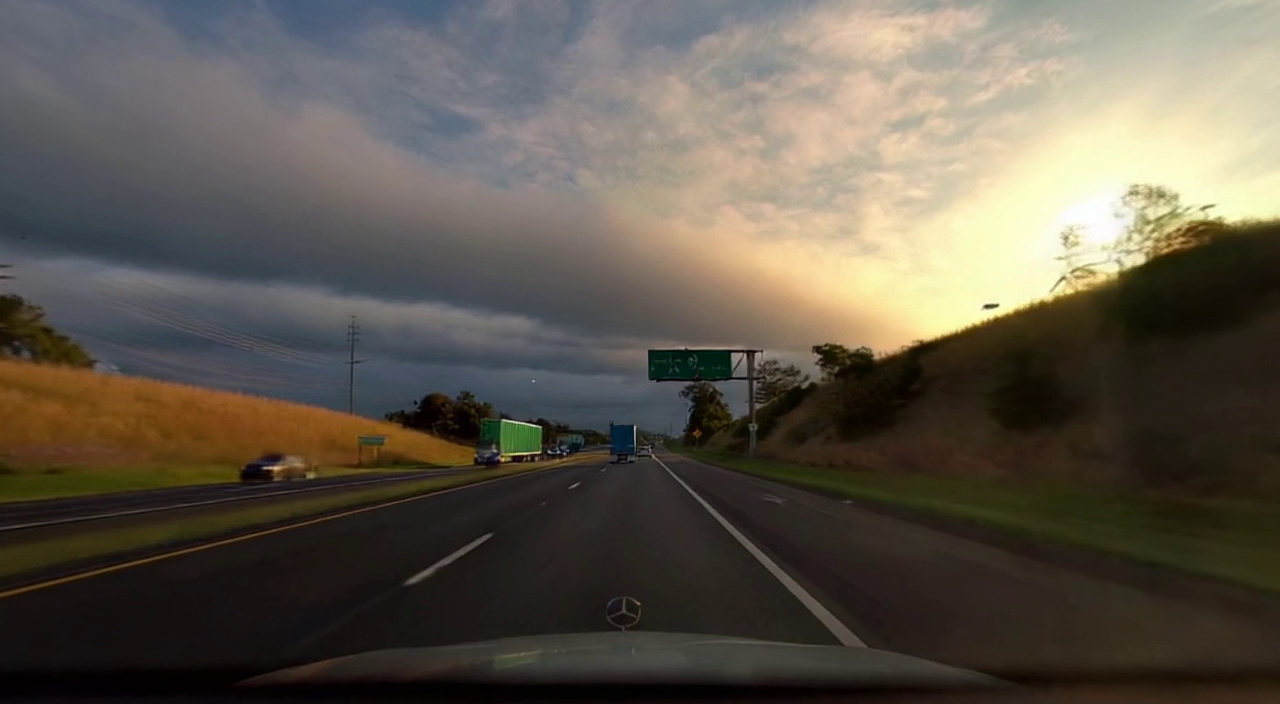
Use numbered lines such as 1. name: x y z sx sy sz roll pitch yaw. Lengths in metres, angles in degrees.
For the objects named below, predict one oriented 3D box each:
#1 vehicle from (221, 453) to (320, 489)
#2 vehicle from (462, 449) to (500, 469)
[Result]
1. vehicle: -16.327 5.250 28.139 1.895 1.454 4.010 0 -9 1
2. vehicle: -12.112 8.192 48.332 1.870 1.446 4.016 0 -9 0
